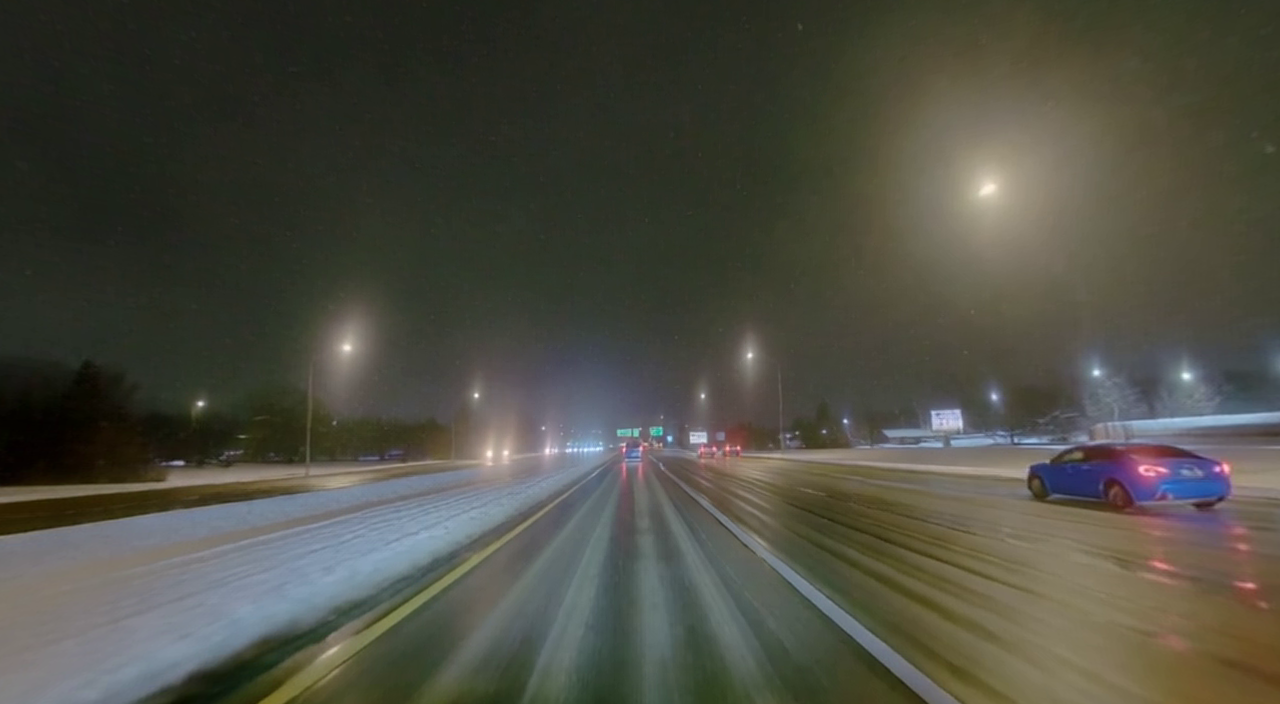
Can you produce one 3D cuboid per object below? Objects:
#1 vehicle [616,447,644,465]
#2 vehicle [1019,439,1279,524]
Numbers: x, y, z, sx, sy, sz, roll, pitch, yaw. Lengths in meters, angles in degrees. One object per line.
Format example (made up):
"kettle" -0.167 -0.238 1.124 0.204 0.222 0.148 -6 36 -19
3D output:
"vehicle" -0.695 7.812 47.722 2.004 1.259 3.781 0 -8 0
"vehicle" 10.759 2.649 13.692 2.024 1.481 4.747 1 -8 -2
